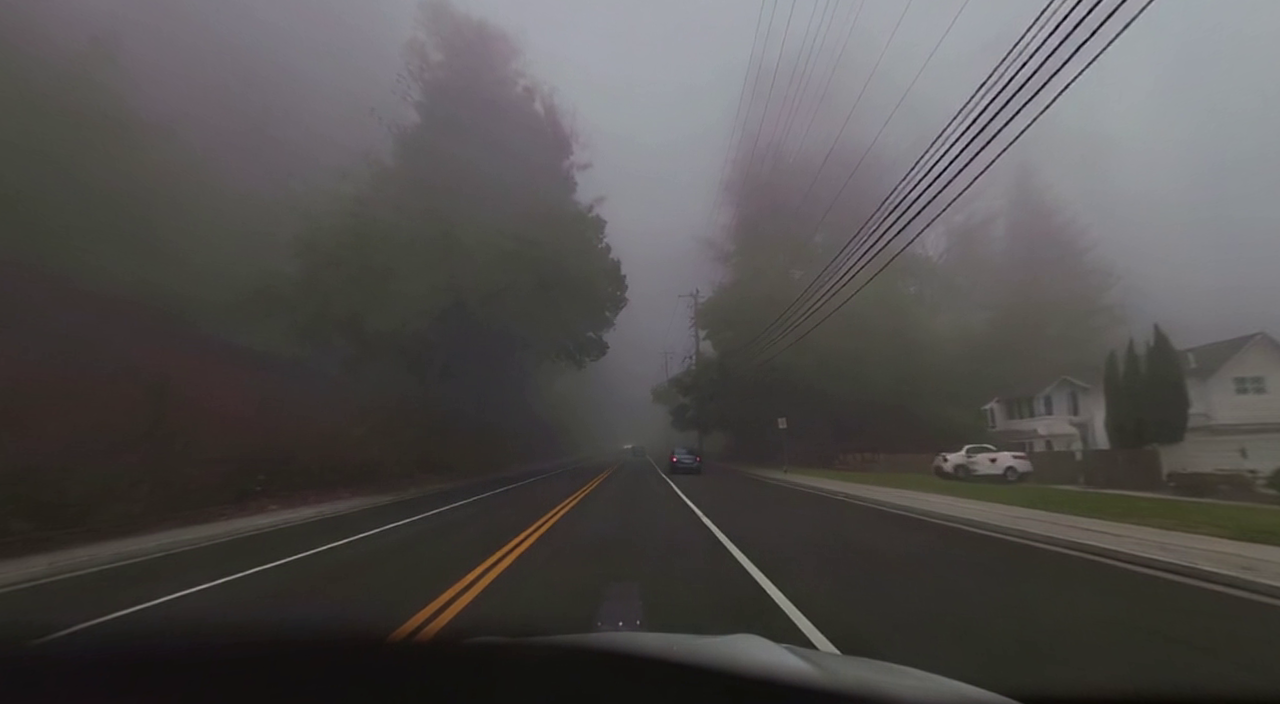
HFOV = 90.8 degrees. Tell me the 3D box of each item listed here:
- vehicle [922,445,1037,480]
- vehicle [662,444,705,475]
[{"bbox_3d":[14.526,4.730,27.181,3.838,1.405,1.992,1,-9,-6],"label":"vehicle"},{"bbox_3d":[2.228,5.613,33.082,1.975,1.497,3.647,0,-9,0],"label":"vehicle"}]
